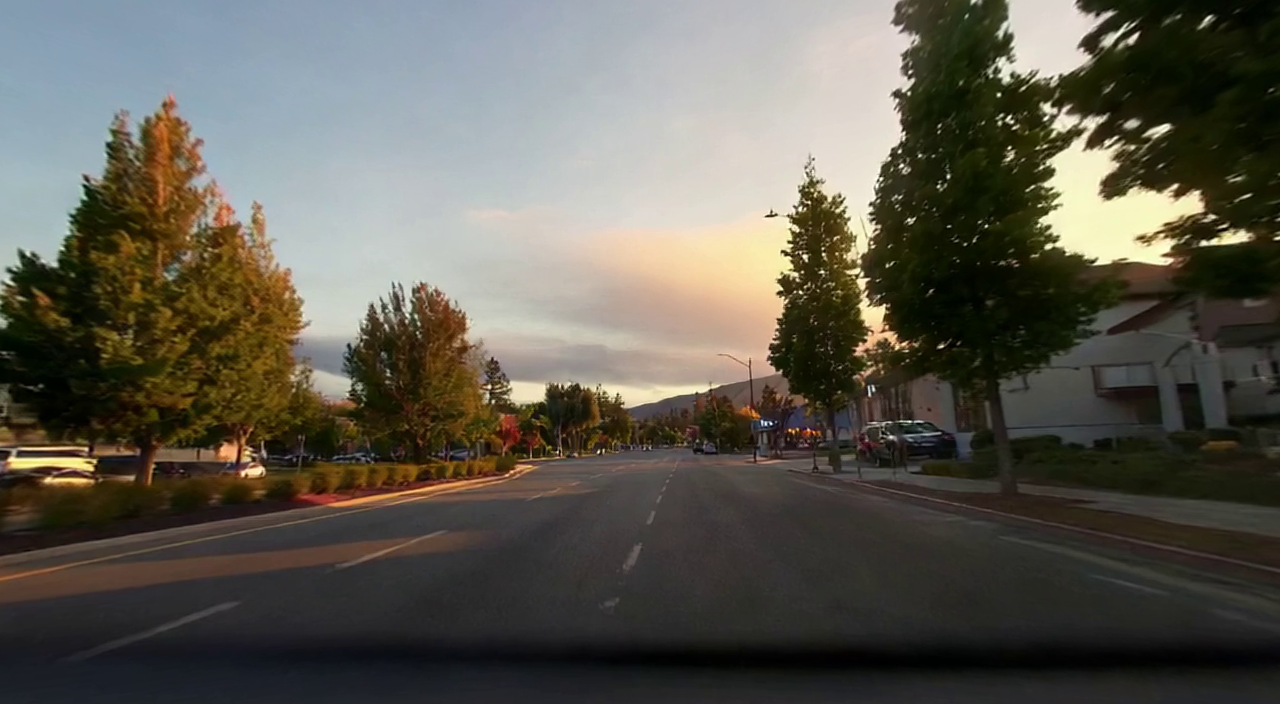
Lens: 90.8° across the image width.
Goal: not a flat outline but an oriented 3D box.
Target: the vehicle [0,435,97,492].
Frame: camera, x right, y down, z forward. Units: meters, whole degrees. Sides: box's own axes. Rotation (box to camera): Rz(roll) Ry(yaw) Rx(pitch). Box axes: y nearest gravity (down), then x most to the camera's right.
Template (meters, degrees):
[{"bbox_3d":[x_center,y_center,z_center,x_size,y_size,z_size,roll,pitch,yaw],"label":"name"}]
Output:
[{"bbox_3d":[-22.886,3.984,22.707,1.693,1.922,5.304,-1,-9,4],"label":"vehicle"}]

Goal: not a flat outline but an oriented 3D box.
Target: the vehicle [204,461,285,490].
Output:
[{"bbox_3d":[-22.071,6.887,35.446,1.618,1.425,4.159,-1,-9,4],"label":"vehicle"}]

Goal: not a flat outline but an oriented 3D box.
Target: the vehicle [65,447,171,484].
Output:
[{"bbox_3d":[-22.862,4.965,27.835,1.321,1.485,3.681,0,-9,3],"label":"vehicle"}]
